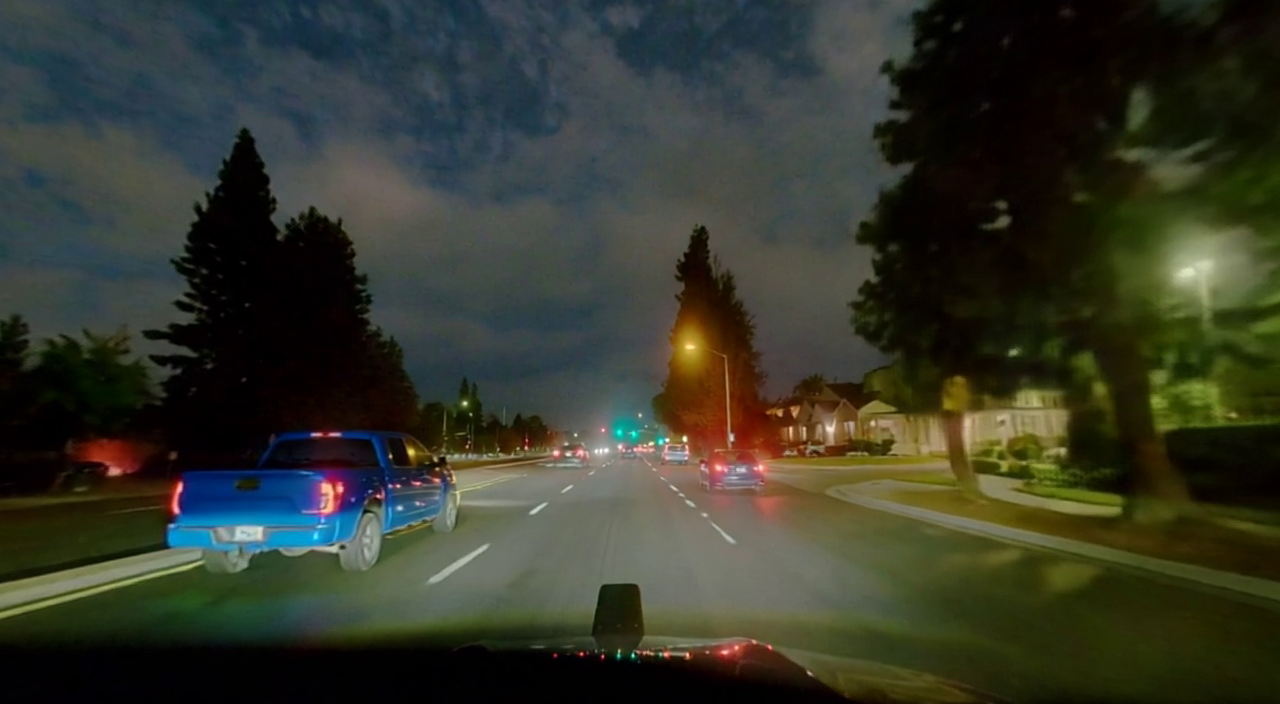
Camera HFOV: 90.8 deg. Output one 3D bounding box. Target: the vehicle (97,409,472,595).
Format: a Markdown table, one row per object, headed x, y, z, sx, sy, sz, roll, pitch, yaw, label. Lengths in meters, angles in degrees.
| x | y | z | sx | sy | sz | roll | pitch | yaw | label |
| --- | --- | --- | --- | --- | --- | --- | --- | --- | --- |
| -4.086 | 1.812 | 8.703 | 2.111 | 1.745 | 5.274 | 0 | -8 | 0 | vehicle |

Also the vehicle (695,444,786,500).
| x | y | z | sx | sy | sz | roll | pitch | yaw | label |
| --- | --- | --- | --- | --- | --- | --- | --- | --- | --- |
| 2.850 | 3.502 | 18.907 | 1.884 | 1.463 | 4.195 | 0 | -8 | -2 | vehicle |

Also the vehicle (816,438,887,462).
| x | y | z | sx | sy | sz | roll | pitch | yaw | label |
| --- | --- | --- | --- | --- | --- | --- | --- | --- | --- |
| 16.524 | 7.675 | 49.636 | 1.991 | 1.806 | 4.902 | 7 | -11 | -40 | vehicle |

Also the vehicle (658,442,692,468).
| x | y | z | sx | sy | sz | roll | pitch | yaw | label |
| --- | --- | --- | --- | --- | --- | --- | --- | --- | --- |
| 2.597 | 7.806 | 48.205 | 2.099 | 1.845 | 4.363 | 0 | -8 | -3 | vehicle |

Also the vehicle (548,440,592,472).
| x | y | z | sx | sy | sz | roll | pitch | yaw | label |
| --- | --- | --- | --- | --- | --- | --- | --- | --- | --- |
| -4.303 | 6.463 | 39.501 | 2.218 | 1.829 | 4.492 | 0 | -8 | 0 | vehicle |
